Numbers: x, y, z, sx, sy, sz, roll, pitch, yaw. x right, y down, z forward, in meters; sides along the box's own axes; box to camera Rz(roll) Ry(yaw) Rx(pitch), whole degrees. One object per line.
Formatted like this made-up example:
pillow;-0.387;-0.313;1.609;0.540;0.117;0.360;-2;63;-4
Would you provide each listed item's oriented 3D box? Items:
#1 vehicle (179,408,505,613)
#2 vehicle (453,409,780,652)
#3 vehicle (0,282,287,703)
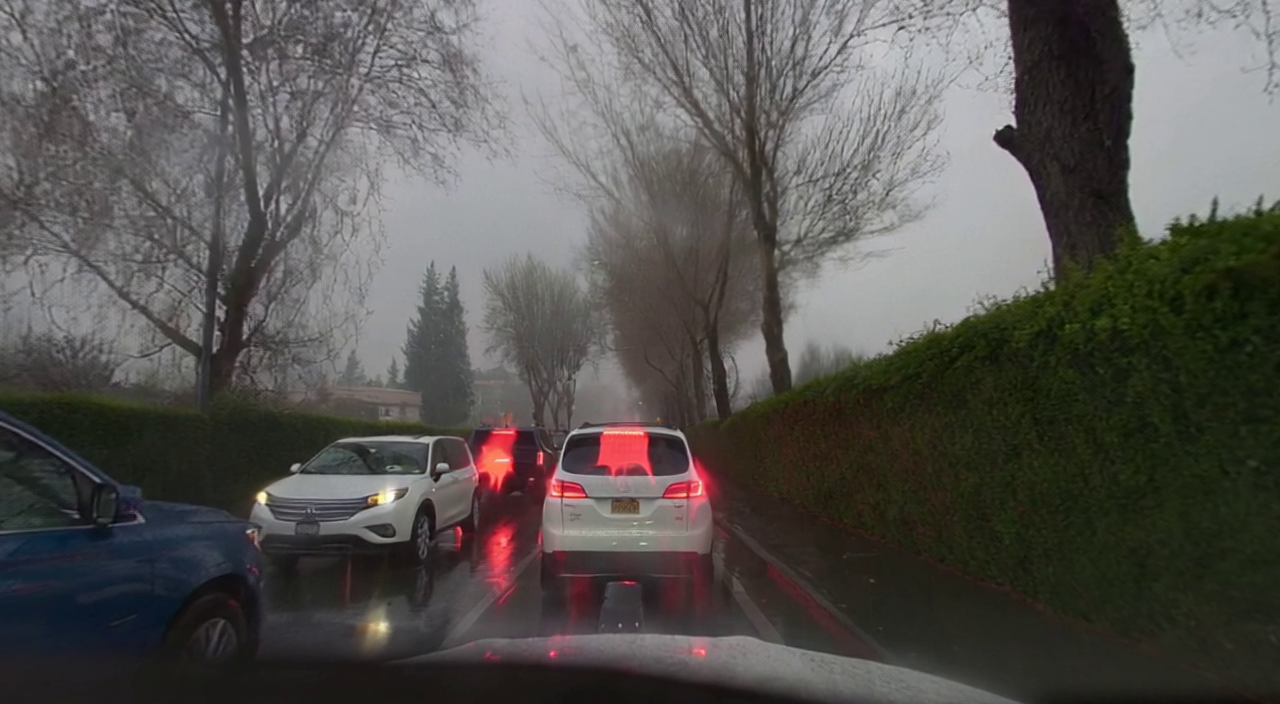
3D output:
vehicle;-3.400;1.850;8.304;2.256;1.728;4.421;-6;-8;-2
vehicle;-0.174;1.494;6.234;2.154;1.581;4.007;0;-9;-1
vehicle;-3.283;0.676;1.263;2.205;1.913;5.327;-6;-8;-2
